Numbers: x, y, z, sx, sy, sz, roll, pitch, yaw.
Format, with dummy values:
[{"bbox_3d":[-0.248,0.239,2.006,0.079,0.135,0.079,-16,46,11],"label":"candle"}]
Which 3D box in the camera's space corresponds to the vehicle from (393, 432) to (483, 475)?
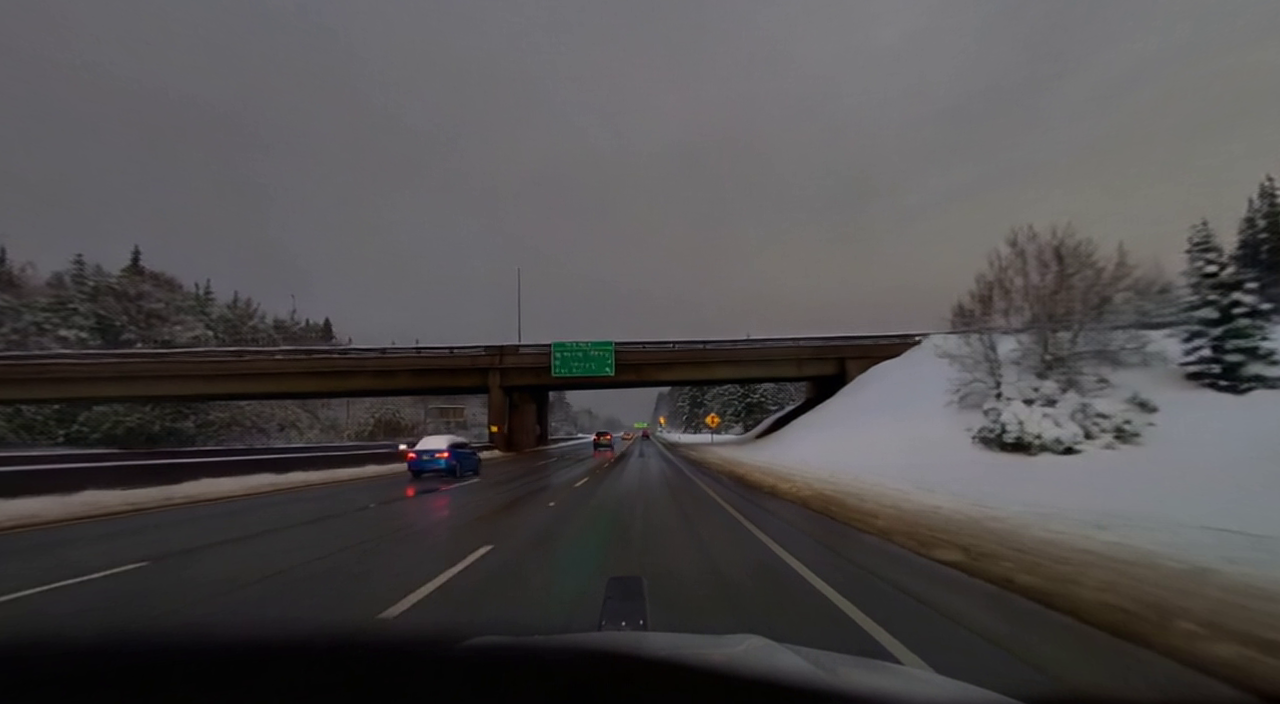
[{"bbox_3d":[-7.603,3.870,24.233,1.987,1.486,4.174,0,-8,2],"label":"vehicle"}]
